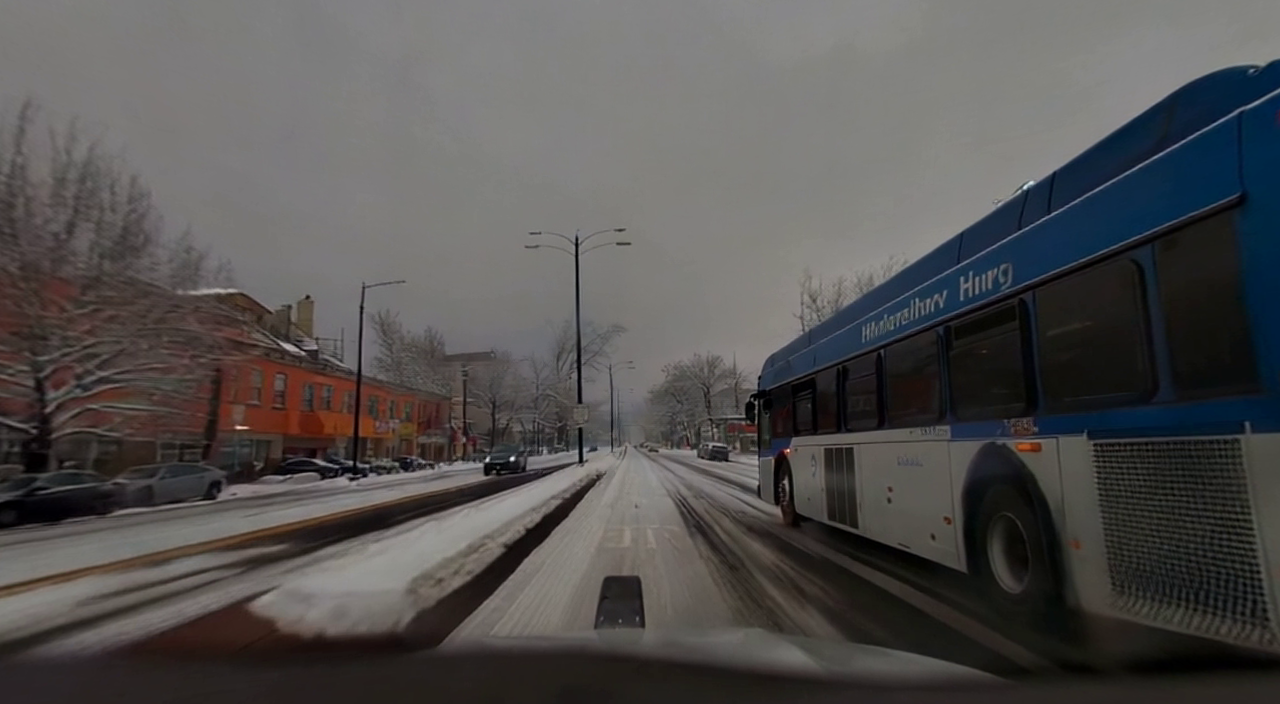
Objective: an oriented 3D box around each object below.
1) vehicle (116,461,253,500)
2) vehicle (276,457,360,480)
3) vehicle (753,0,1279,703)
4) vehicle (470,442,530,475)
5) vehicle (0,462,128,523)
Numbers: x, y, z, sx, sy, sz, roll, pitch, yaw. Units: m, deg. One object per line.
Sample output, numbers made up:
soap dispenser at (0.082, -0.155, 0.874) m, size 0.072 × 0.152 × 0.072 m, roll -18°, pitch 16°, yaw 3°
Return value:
vehicle at (-19.507, 5.488, 27.186) m, size 4.409 × 1.508 × 1.803 m, roll 0°, pitch -8°, yaw -3°
vehicle at (-21.966, 7.963, 43.246) m, size 4.708 × 1.488 × 1.868 m, roll 0°, pitch -8°, yaw -1°
vehicle at (3.980, 0.548, 6.304) m, size 3.194 × 3.345 × 12.428 m, roll 0°, pitch -8°, yaw -1°
vehicle at (-8.462, 6.478, 38.870) m, size 2.315 × 1.841 × 5.648 m, roll 0°, pitch -8°, yaw 1°
vehicle at (-18.265, 4.153, 18.878) m, size 4.192 × 1.606 × 1.922 m, roll 0°, pitch -8°, yaw 0°
